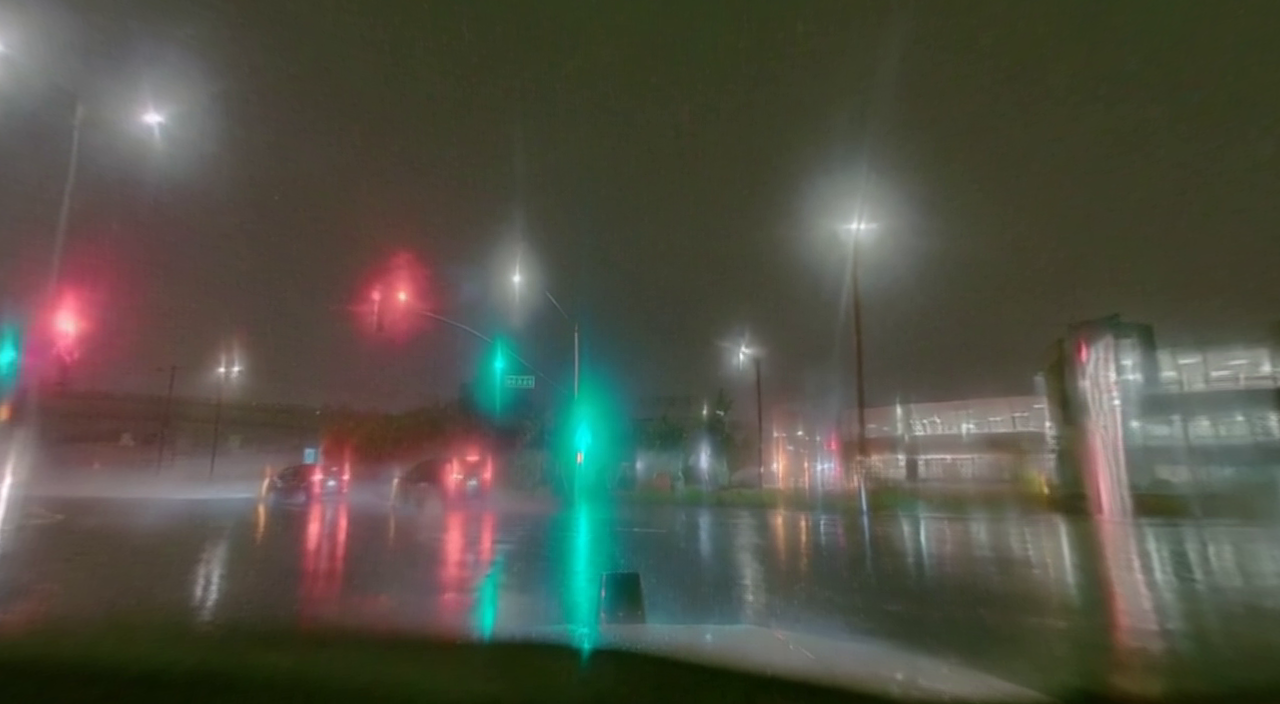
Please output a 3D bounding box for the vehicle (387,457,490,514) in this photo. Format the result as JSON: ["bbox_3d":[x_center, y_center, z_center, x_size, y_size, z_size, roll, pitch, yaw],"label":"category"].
[{"bbox_3d":[-6.593,4.232,20.451,2.048,1.516,3.874,5,-10,-35],"label":"vehicle"}]

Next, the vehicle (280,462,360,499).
[{"bbox_3d":[-16.005,6.338,31.537,3.852,1.605,2.007,-7,-10,37],"label":"vehicle"}]
